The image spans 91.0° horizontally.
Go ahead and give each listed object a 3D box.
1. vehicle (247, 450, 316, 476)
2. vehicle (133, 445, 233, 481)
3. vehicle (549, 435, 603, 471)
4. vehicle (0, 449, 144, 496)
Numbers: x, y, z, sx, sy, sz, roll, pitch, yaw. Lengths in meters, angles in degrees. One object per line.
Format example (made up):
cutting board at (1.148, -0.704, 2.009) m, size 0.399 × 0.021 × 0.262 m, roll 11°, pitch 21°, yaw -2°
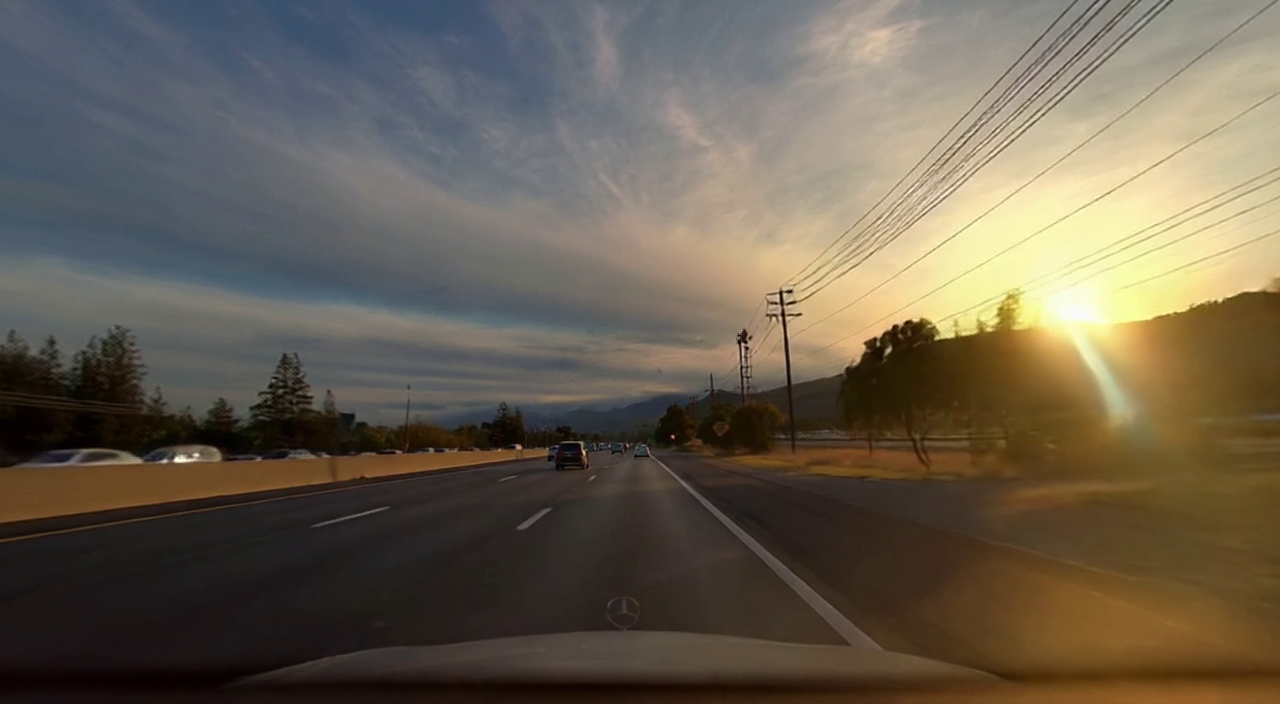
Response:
vehicle at (-24.827, 7.682, 43.784) m, size 2.015 × 1.672 × 4.634 m, roll 0°, pitch -9°, yaw 1°
vehicle at (-35.775, 8.670, 49.635) m, size 2.863 × 2.643 × 6.699 m, roll 0°, pitch -9°, yaw -1°
vehicle at (-3.709, 6.021, 37.650) m, size 2.577 × 1.939 × 5.408 m, roll 0°, pitch -9°, yaw 1°
vehicle at (-24.469, 5.043, 26.939) m, size 2.001 × 1.787 × 5.480 m, roll 0°, pitch -9°, yaw 0°
